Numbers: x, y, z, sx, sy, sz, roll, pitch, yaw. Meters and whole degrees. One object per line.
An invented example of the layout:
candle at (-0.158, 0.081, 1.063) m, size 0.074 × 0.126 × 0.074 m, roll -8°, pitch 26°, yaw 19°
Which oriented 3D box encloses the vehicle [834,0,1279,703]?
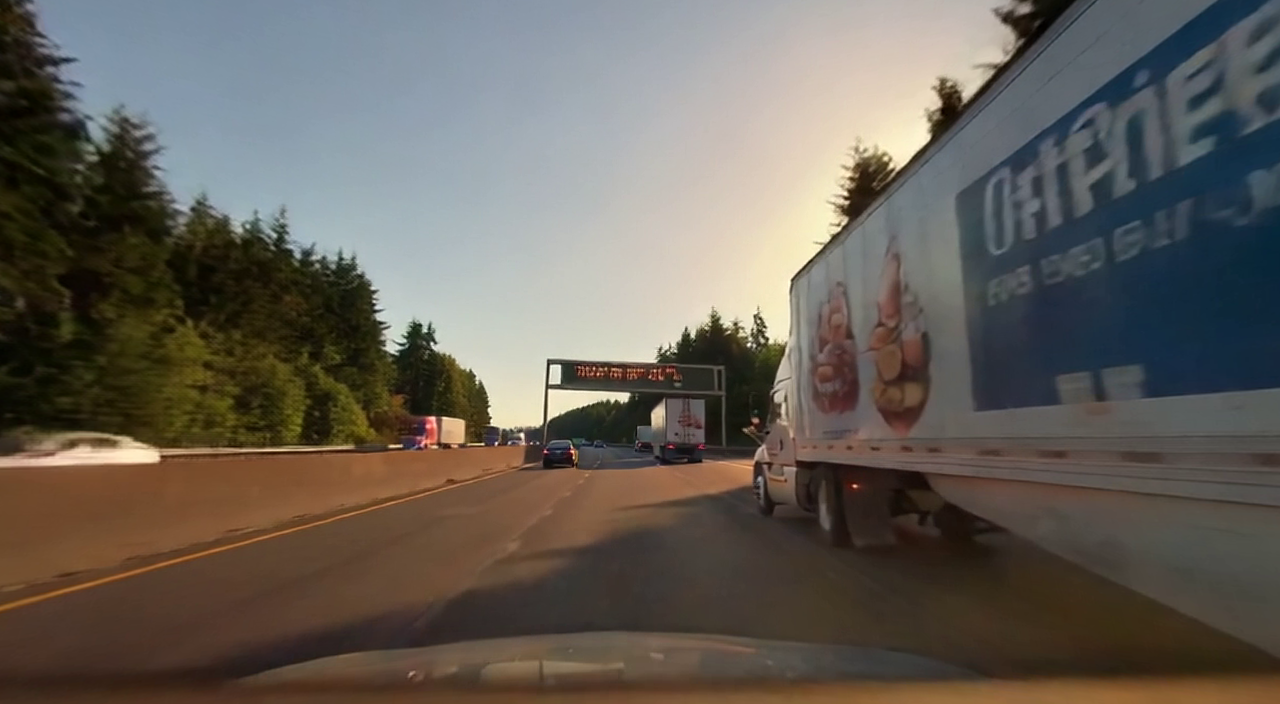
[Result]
vehicle at (3.899, -0.604, 0.657) m, size 2.948 × 4.045 × 13.051 m, roll 0°, pitch -8°, yaw -1°

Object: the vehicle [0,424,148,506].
vehicle at (-12.587, 2.210, 12.482) m, size 1.930 × 1.468 × 4.667 m, roll 0°, pitch -8°, yaw -1°

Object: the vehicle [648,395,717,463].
vehicle at (2.620, 5.567, 44.544) m, size 3.116 × 3.992 × 13.748 m, roll 0°, pitch -8°, yaw -3°

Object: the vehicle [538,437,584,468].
vehicle at (-4.463, 5.754, 36.330) m, size 2.206 × 1.644 × 4.027 m, roll 0°, pitch -8°, yaw -1°
